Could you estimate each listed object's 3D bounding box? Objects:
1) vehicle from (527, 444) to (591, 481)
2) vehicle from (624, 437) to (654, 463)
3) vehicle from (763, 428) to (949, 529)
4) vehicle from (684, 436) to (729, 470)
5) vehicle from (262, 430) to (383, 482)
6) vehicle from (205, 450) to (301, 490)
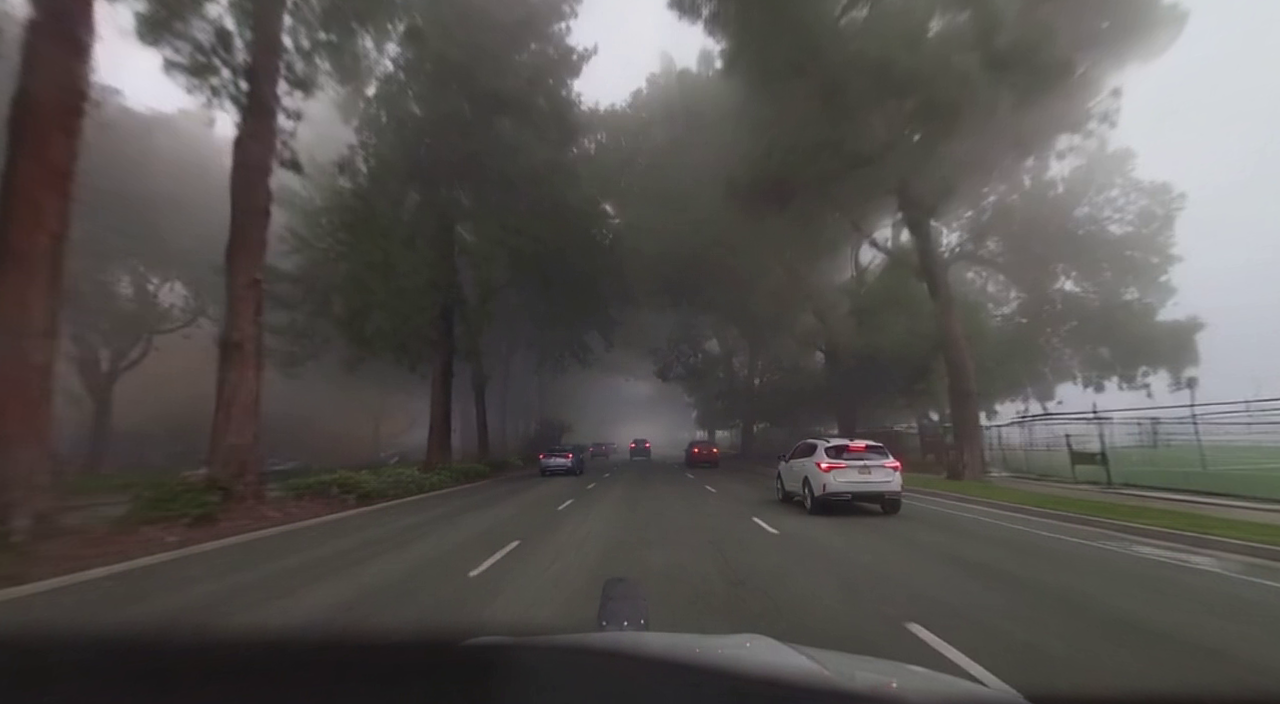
[{"bbox_3d":[-3.102,4.311,24.925,2.013,1.354,3.908,0,-8,0],"label":"vehicle"},{"bbox_3d":[-0.094,7.529,48.725,2.247,1.882,4.603,0,-8,-1],"label":"vehicle"},{"bbox_3d":[3.683,2.227,11.675,1.919,1.502,4.232,0,-8,0],"label":"vehicle"},{"bbox_3d":[3.598,5.543,34.832,1.980,1.709,4.367,0,-8,-1],"label":"vehicle"},{"bbox_3d":[-22.355,7.385,45.492,2.816,3.267,11.356,0,-8,0],"label":"vehicle"},{"bbox_3d":[-22.263,6.765,36.612,2.159,1.908,5.564,-2,-8,-1],"label":"vehicle"}]
